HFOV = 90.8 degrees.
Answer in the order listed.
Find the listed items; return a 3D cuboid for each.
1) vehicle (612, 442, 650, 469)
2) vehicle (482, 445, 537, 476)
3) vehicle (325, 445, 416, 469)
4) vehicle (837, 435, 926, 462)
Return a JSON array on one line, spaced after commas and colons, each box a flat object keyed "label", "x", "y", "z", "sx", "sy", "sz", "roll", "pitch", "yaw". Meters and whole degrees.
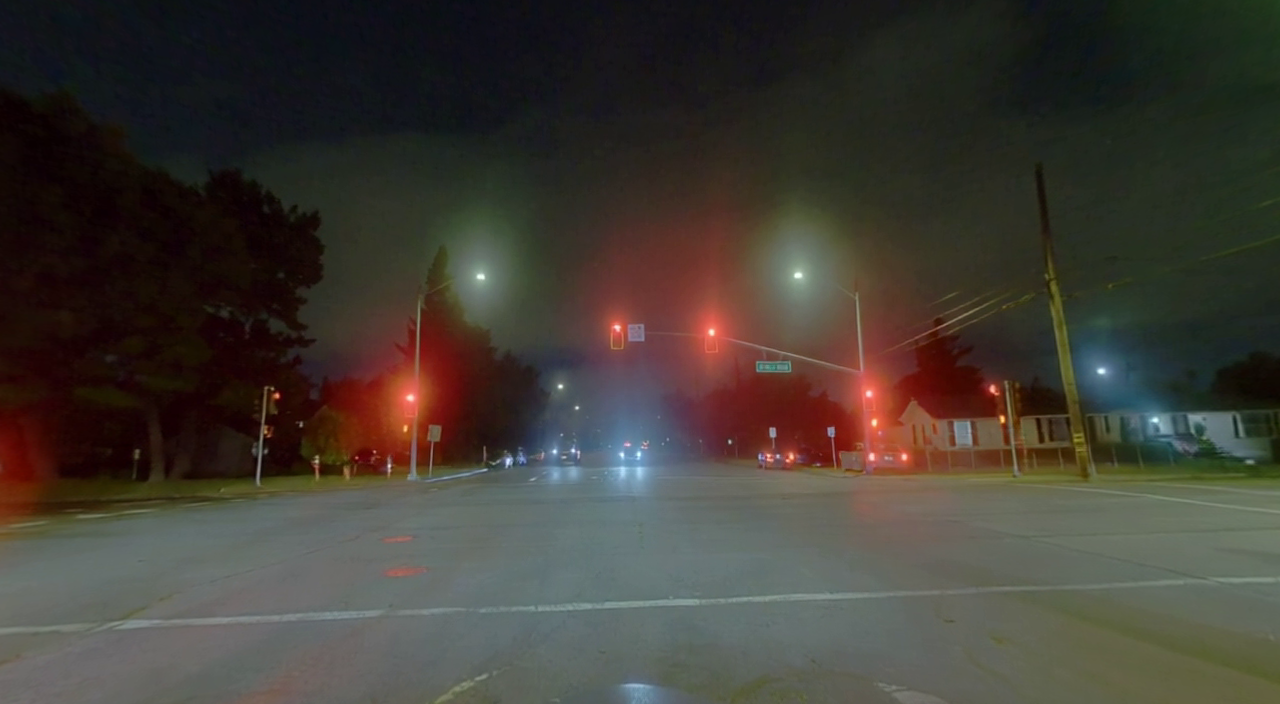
[{"label": "vehicle", "x": -0.511, "y": 6.103, "z": 37.364, "sx": 2.105, "sy": 1.457, "sz": 4.173, "roll": 0, "pitch": -8, "yaw": -1}, {"label": "vehicle", "x": -6.614, "y": 5.528, "z": 32.406, "sx": 1.881, "sy": 1.452, "sz": 4.121, "roll": 0, "pitch": -8, "yaw": 0}, {"label": "vehicle", "x": -16.391, "y": 6.397, "z": 38.601, "sx": 4.713, "sy": 1.409, "sz": 1.918, "roll": 0, "pitch": -8, "yaw": -2}, {"label": "vehicle", "x": 15.363, "y": 6.178, "z": 40.321, "sx": 4.892, "sy": 1.656, "sz": 1.856, "roll": 0, "pitch": -8, "yaw": 0}]
